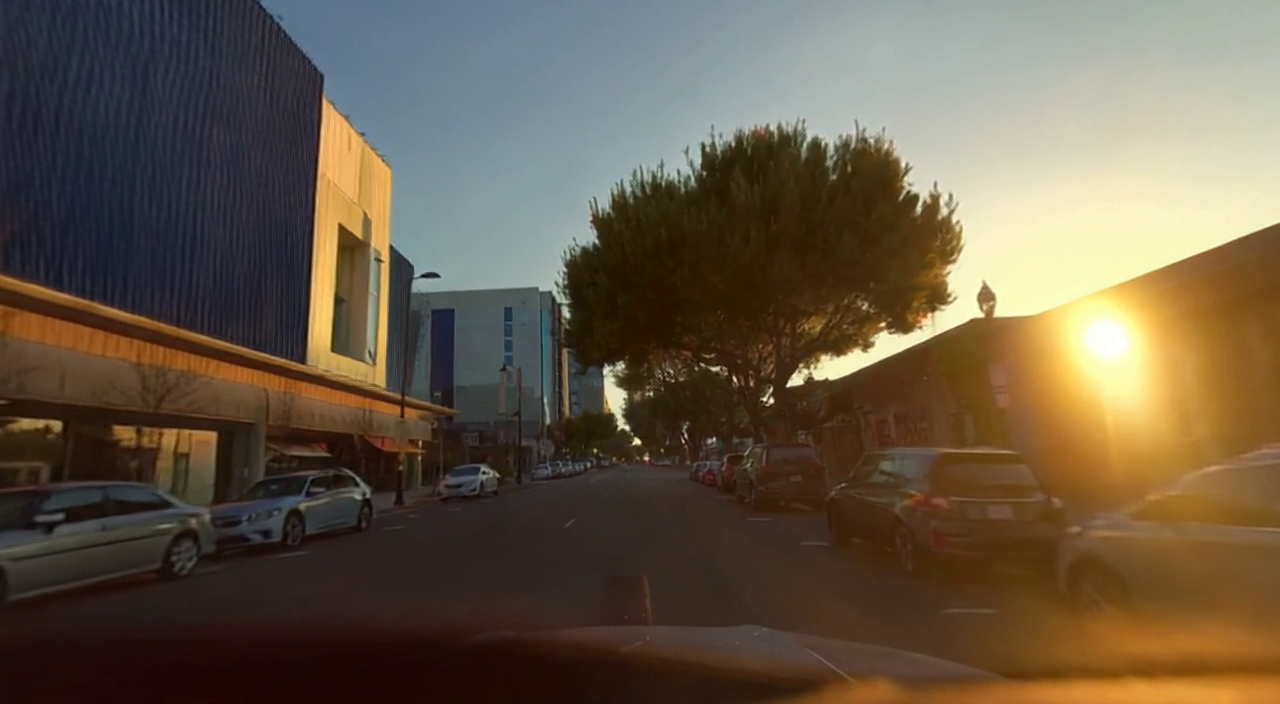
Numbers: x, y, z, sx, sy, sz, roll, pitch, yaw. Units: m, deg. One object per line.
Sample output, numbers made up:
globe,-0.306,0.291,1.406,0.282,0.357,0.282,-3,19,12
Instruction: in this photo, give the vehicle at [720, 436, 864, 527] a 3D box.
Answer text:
vehicle,3.792,3.352,17.017,2.390,2.005,5.276,0,-9,-2

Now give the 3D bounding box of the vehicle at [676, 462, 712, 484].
vehicle,4.033,9.094,47.684,2.081,1.463,4.263,0,-9,-3

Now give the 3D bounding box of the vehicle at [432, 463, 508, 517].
vehicle,-7.146,5.827,27.115,1.996,1.770,5.518,-1,-8,-3

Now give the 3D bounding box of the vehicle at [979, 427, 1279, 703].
vehicle,4.056,1.129,3.180,1.973,1.494,4.867,-1,-9,0

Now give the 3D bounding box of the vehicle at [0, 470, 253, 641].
vehicle,-7.212,2.287,7.562,2.001,1.502,4.851,-1,-8,1

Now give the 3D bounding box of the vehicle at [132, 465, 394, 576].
vehicle,-7.089,3.176,12.724,2.182,1.522,4.946,-3,-8,2
